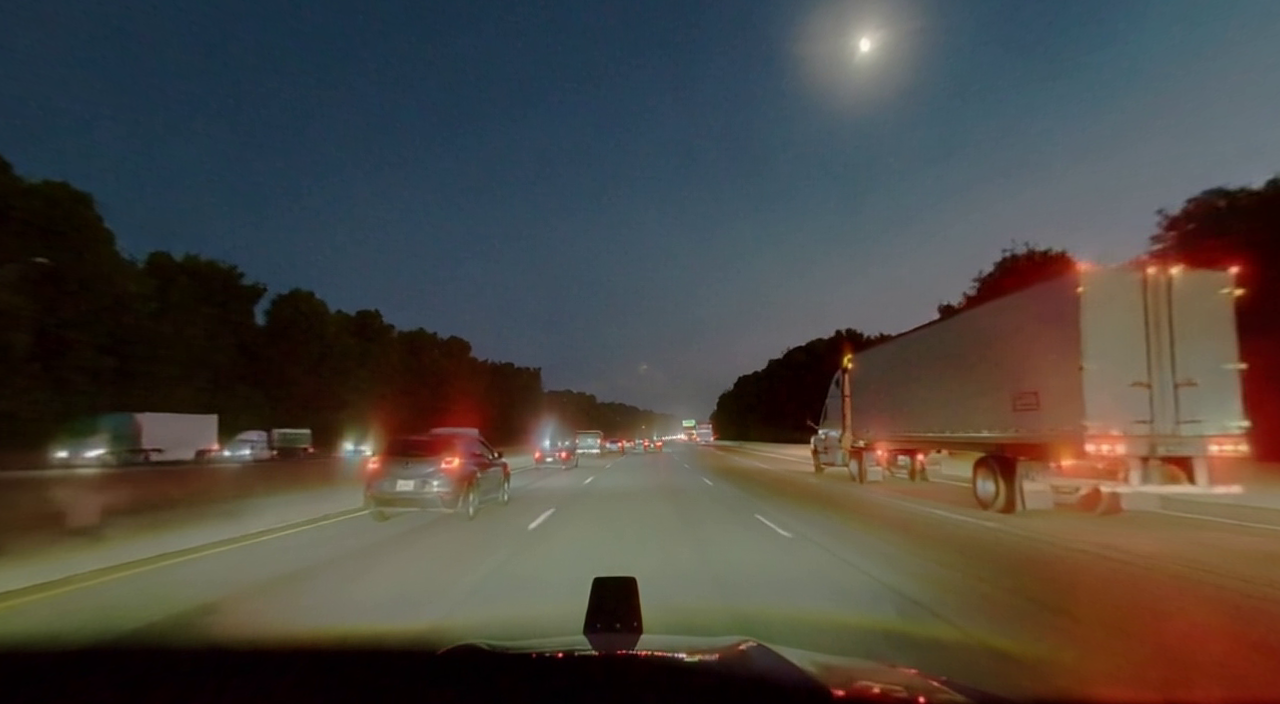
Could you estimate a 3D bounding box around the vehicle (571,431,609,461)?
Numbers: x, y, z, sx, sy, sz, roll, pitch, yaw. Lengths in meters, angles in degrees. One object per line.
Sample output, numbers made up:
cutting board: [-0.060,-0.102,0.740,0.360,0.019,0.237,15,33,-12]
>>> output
vehicle: [-3.160,6.027,40.584,2.064,1.826,4.263,0,-8,1]

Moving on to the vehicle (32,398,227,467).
vehicle: [-27.718,4.518,35.124,3.004,3.311,9.145,0,-8,2]

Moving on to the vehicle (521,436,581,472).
vehicle: [-3.871,4.487,28.105,2.013,1.460,4.027,0,-8,1]

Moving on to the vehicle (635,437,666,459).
vehicle: [0.701,6.557,43.224,2.004,1.465,3.842,0,-8,0]

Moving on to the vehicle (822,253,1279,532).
vehicle: [8.275,1.472,16.240,2.866,4.100,14.057,0,-8,-1]

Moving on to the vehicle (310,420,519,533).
vehicle: [-3.648,2.080,11.227,2.137,1.618,4.209,0,-8,0]

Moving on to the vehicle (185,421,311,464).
vehicle: [-27.450,6.389,44.876,2.707,2.733,9.393,0,-8,2]
